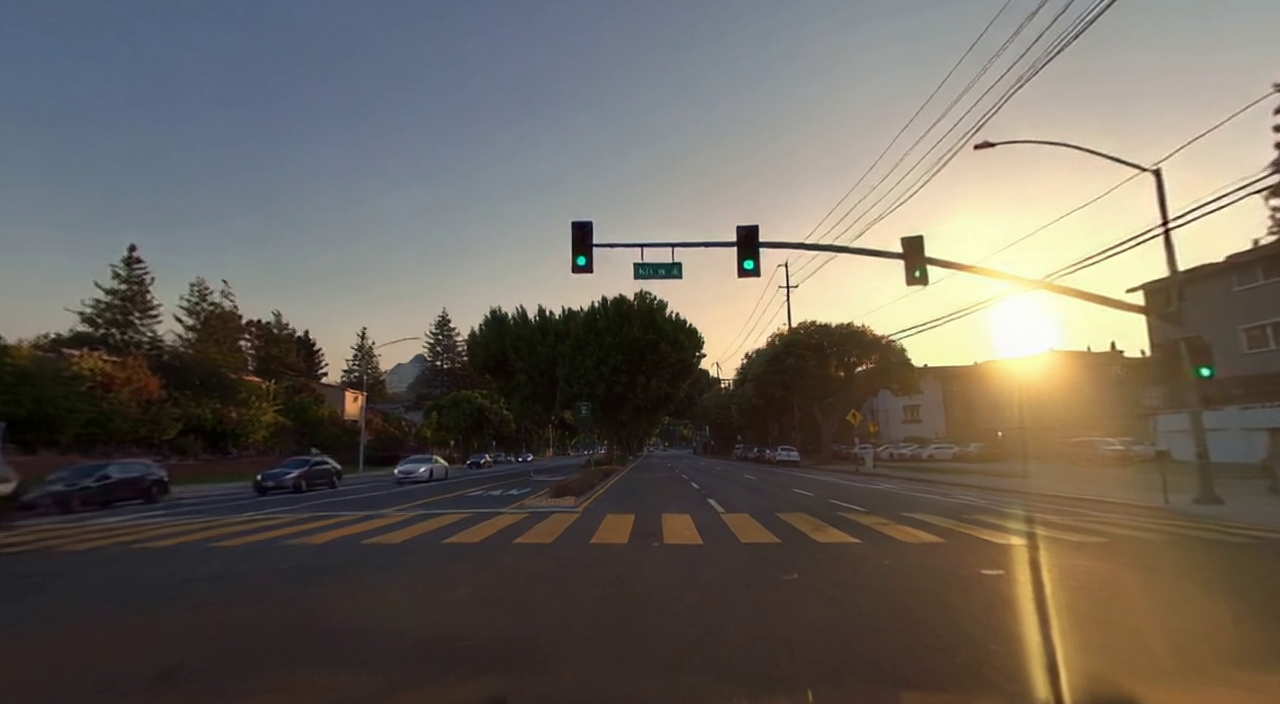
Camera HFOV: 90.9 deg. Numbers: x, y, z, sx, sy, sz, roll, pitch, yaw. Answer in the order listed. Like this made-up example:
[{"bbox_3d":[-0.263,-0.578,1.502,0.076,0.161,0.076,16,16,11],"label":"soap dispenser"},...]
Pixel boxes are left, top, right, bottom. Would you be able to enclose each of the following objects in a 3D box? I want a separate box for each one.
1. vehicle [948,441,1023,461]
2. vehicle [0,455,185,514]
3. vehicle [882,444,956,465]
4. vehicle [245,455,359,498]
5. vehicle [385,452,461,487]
[{"bbox_3d":[25.614,7.395,46.875,4.368,1.394,1.983,-1,-9,1],"label":"vehicle"},{"bbox_3d":[-18.660,4.456,21.742,1.970,1.690,4.596,-2,-8,11],"label":"vehicle"},{"bbox_3d":[20.880,7.662,47.296,4.664,1.504,1.816,0,-8,2],"label":"vehicle"},{"bbox_3d":[-13.488,4.974,25.566,1.909,1.449,4.775,0,-8,1],"label":"vehicle"},{"bbox_3d":[-10.164,5.519,29.917,1.899,1.464,4.418,-1,-8,2],"label":"vehicle"}]
